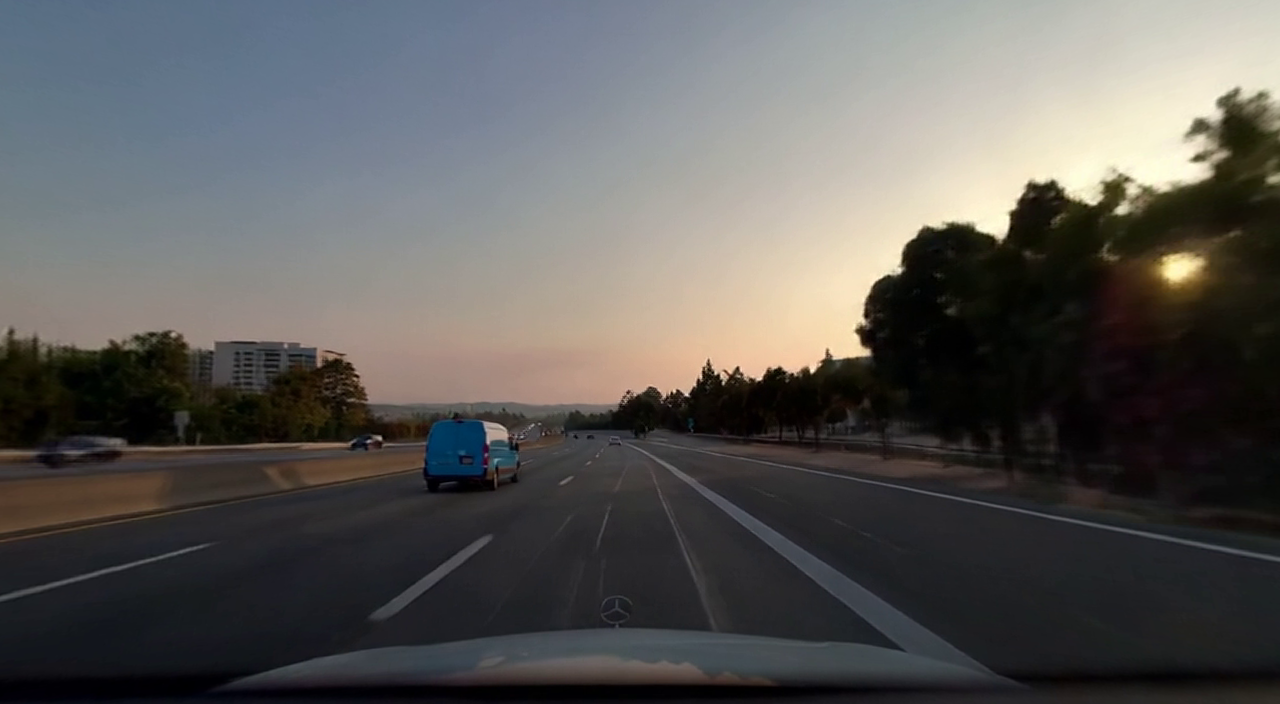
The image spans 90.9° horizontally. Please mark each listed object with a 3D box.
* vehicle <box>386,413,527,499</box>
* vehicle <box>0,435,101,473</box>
[{"bbox_3d":[-4.344,2.535,15.870,2.219,1.827,4.738,0,-8,-1],"label":"vehicle"},{"bbox_3d":[-25.977,4.279,26.903,2.005,1.467,4.532,0,-8,-2],"label":"vehicle"}]
